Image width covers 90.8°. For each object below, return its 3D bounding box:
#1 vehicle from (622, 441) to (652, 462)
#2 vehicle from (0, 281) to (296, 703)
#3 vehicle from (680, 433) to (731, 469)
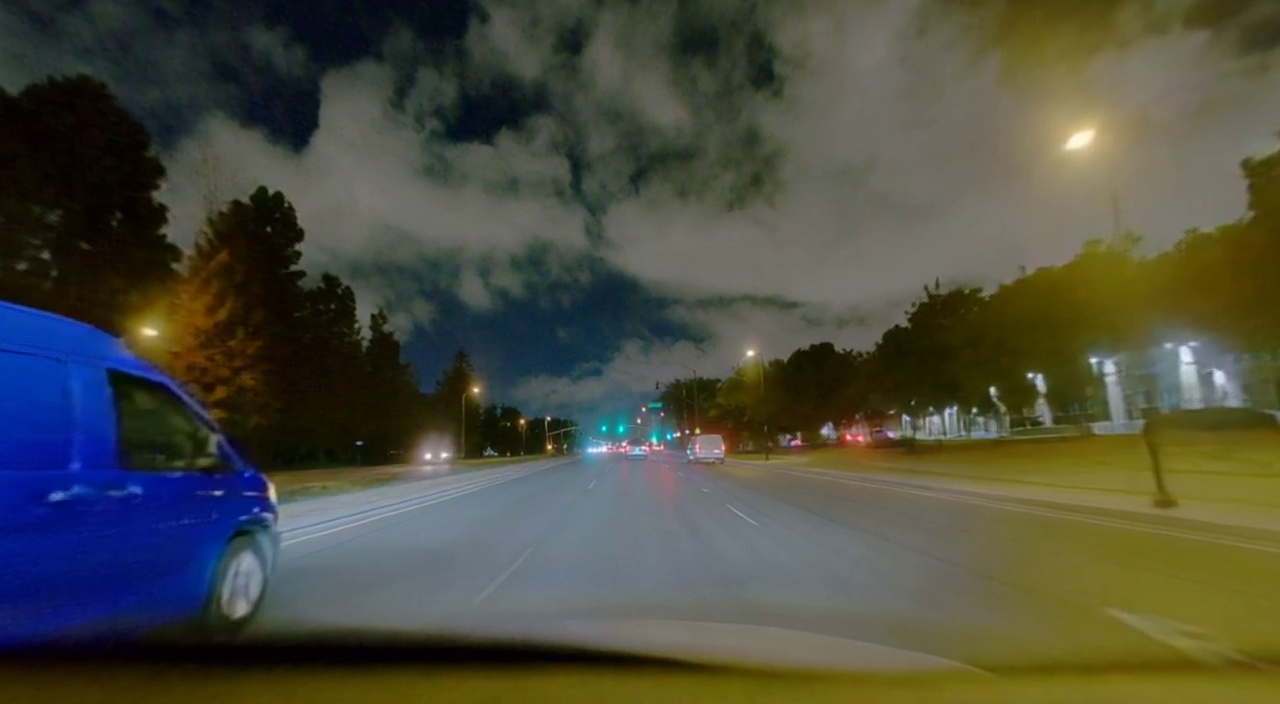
[{"bbox_3d":[-0.263,7.089,45.201,2.039,1.455,3.826,0,-9,-1],"label":"vehicle"},{"bbox_3d":[-3.481,0.611,2.007,2.075,1.863,4.744,0,-9,0],"label":"vehicle"},{"bbox_3d":[3.429,5.307,33.975,2.181,1.781,4.257,0,-9,-1],"label":"vehicle"}]
